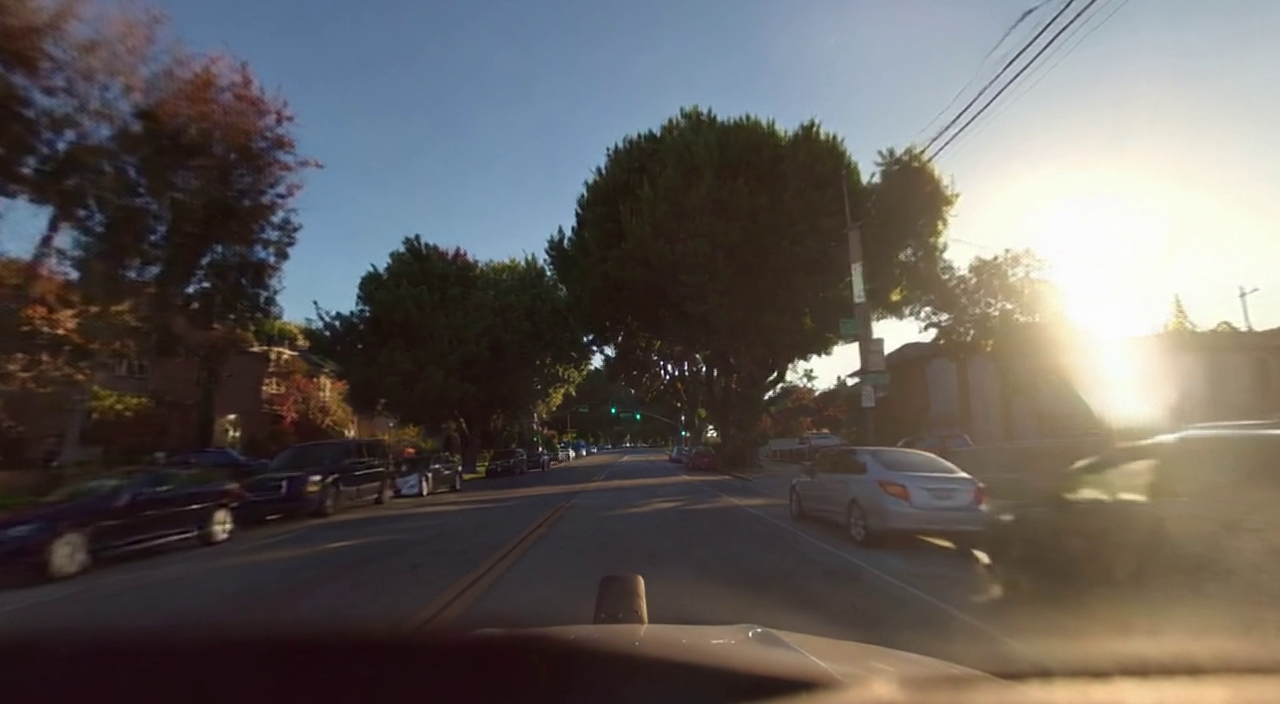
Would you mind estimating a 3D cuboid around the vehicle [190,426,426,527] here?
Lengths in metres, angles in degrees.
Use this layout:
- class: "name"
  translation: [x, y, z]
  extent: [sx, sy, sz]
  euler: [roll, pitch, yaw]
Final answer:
- class: "vehicle"
  translation: [-7.573, 2.899, 15.434]
  extent: [2.613, 1.959, 5.843]
  euler: [0, -8, 0]

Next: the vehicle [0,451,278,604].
- class: "vehicle"
  translation: [-7.509, 2.176, 8.835]
  extent: [2.057, 1.486, 4.759]
  euler: [0, -8, 0]

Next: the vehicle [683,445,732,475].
- class: "vehicle"
  translation: [3.578, 5.792, 34.116]
  extent: [2.005, 1.466, 4.767]
  euler: [0, -8, -1]

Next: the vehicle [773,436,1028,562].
- class: "vehicle"
  translation: [3.581, 2.091, 9.778]
  extent: [2.033, 1.467, 4.471]
  euler: [0, -8, 0]

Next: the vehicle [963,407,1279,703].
- class: "vehicle"
  translation: [4.090, 1.106, 3.550]
  extent: [1.854, 1.537, 4.759]
  euler: [0, -8, -2]
